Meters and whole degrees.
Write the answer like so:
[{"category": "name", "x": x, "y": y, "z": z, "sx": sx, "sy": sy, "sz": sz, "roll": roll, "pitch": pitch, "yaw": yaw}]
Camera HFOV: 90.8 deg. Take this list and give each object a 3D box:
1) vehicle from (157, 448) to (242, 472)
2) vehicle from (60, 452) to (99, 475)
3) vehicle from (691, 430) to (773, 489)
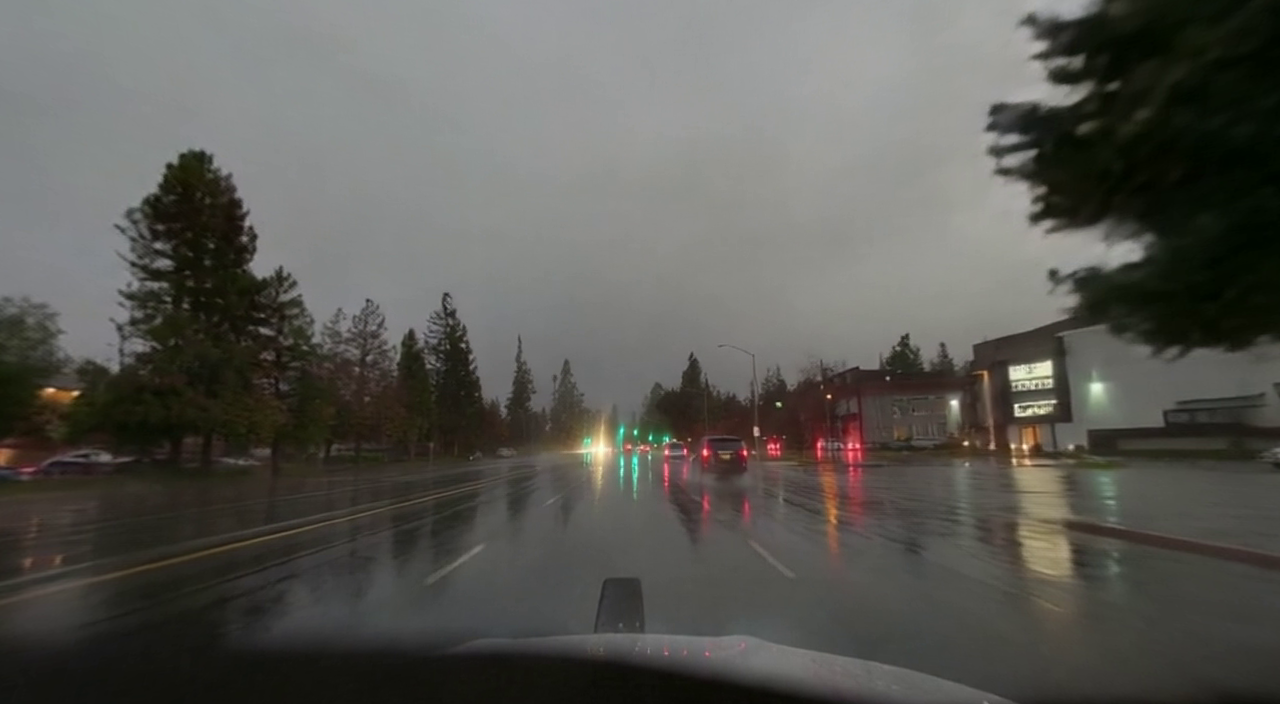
[{"category": "vehicle", "x": -33.516, "y": 8.244, "z": 48.170, "sx": 4.932, "sy": 1.730, "sz": 1.939, "roll": 0, "pitch": -8, "yaw": -3}, {"category": "vehicle", "x": -41.850, "y": 8.270, "z": 47.226, "sx": 1.971, "sy": 1.581, "sz": 4.186, "roll": 7, "pitch": -11, "yaw": -40}, {"category": "vehicle", "x": 3.039, "y": 3.684, "z": 21.931, "sx": 2.060, "sy": 1.816, "sz": 4.343, "roll": 0, "pitch": -8, "yaw": -2}]
